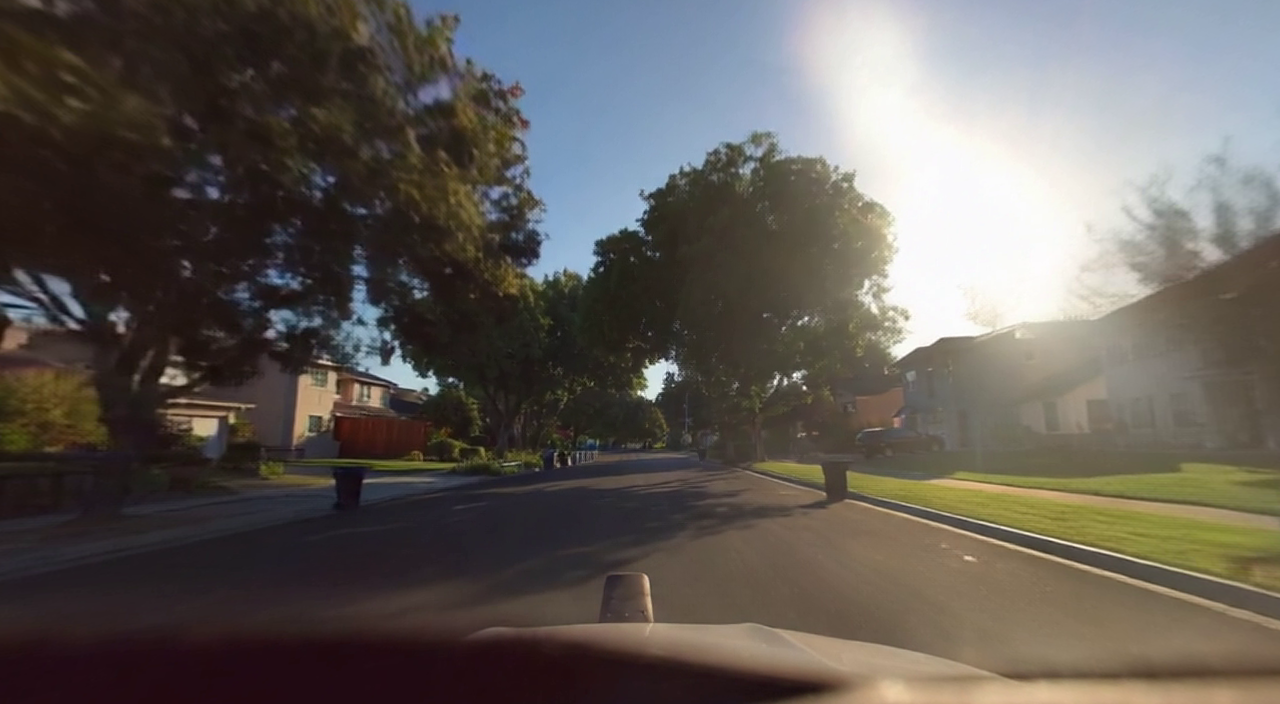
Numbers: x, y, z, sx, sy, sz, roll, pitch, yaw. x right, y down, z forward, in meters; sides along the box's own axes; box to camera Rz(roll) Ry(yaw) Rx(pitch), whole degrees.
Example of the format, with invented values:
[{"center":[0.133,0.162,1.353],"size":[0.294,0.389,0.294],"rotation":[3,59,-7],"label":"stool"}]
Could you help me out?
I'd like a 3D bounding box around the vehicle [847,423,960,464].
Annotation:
[{"center":[12.684,4.449,30.528],"size":[4.581,1.853,2.024],"rotation":[2,-9,-7],"label":"vehicle"}]
